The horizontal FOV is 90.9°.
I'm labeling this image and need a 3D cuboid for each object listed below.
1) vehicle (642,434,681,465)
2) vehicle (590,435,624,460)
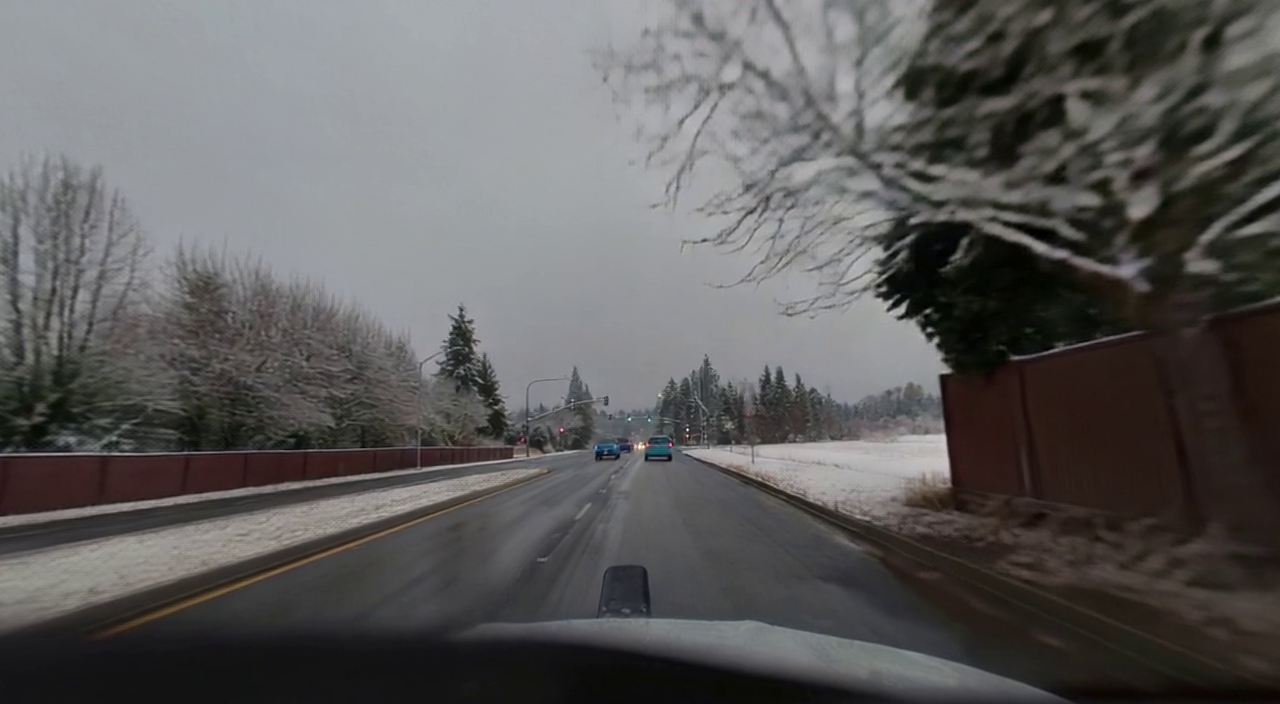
[{"bbox_3d":[1.211,5.687,36.853,2.127,1.665,3.993,0,-9,0],"label":"vehicle"},{"bbox_3d":[-2.400,7.110,46.940,2.190,1.766,4.394,0,-9,1],"label":"vehicle"}]
